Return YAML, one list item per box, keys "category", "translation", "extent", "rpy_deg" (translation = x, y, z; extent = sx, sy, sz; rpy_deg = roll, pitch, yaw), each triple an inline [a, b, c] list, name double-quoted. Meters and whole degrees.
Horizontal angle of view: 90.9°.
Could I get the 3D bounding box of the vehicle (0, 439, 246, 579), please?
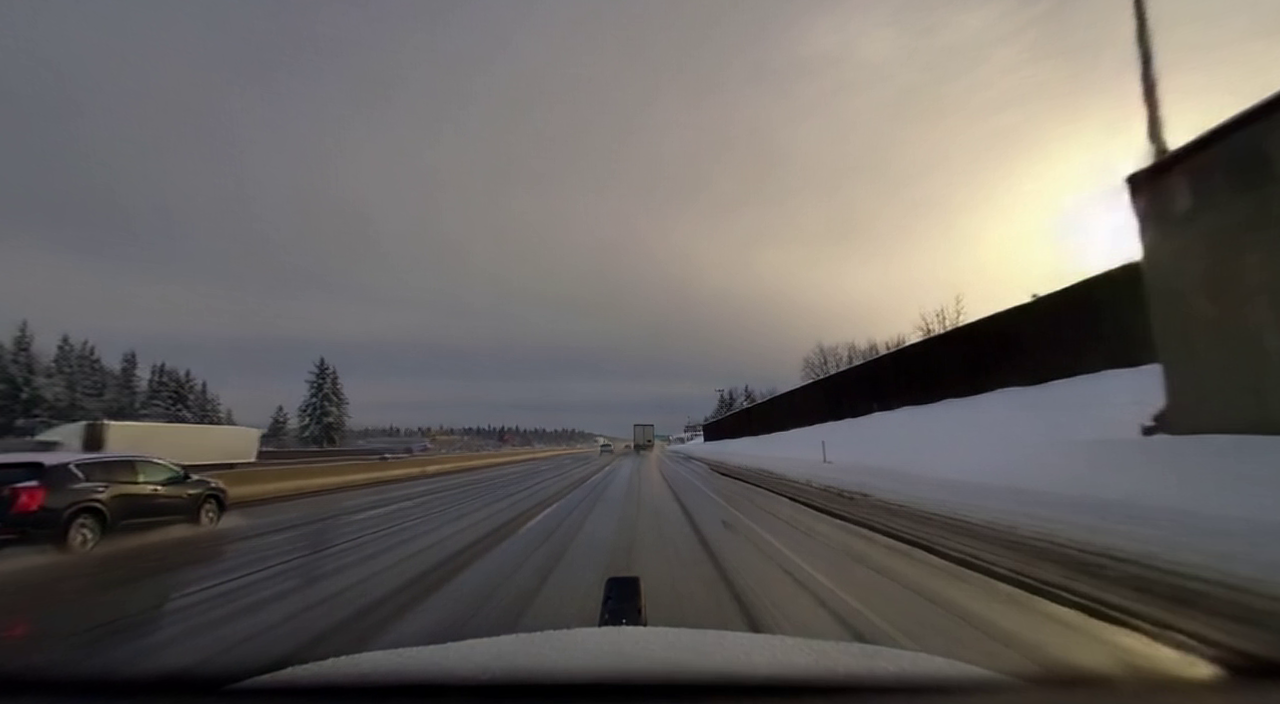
- category: "vehicle"
  translation: [-7.784, 1.934, 8.526]
  extent: [1.979, 1.470, 4.485]
  rpy_deg: [0, -8, 1]
